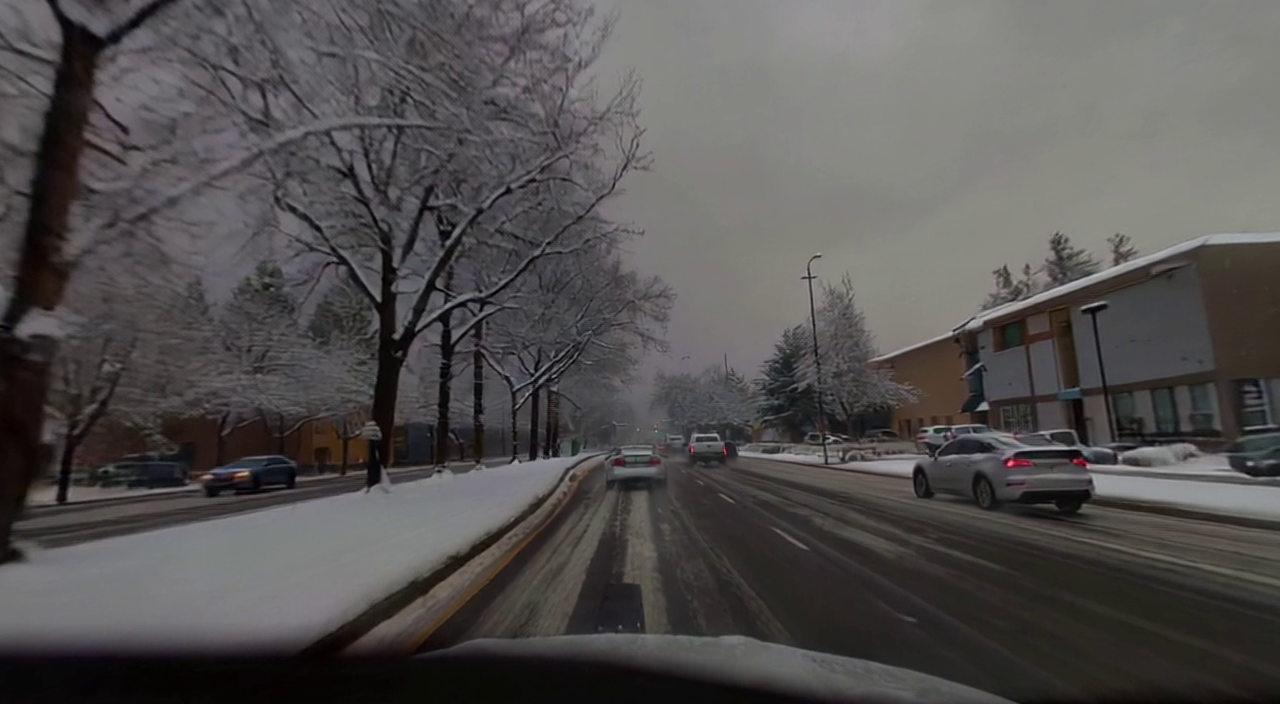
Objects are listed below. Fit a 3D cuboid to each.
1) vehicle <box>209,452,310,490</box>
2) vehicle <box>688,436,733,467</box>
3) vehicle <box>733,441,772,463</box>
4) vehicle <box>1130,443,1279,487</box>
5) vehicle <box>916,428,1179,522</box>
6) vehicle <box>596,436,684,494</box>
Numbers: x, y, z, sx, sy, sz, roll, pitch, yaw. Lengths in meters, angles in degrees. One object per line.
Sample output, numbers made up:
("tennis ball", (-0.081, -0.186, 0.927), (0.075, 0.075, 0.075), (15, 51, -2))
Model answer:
("vehicle", (-20.022, 6.258, 33.571), (2.277, 1.777, 4.993), (0, -9, 0))
("vehicle", (4.138, 5.930, 37.816), (2.188, 1.760, 4.297), (0, -9, -1))
("vehicle", (7.947, 7.116, 45.042), (2.061, 1.460, 3.948), (0, -9, 0))
("vehicle", (21.105, 4.084, 23.203), (2.307, 1.446, 4.863), (0, -9, -1))
("vehicle", (7.642, 2.344, 12.606), (2.111, 1.493, 4.639), (0, -9, -1))
("vehicle", (-0.008, 3.282, 18.705), (2.289, 1.471, 4.477), (0, -9, 0))
